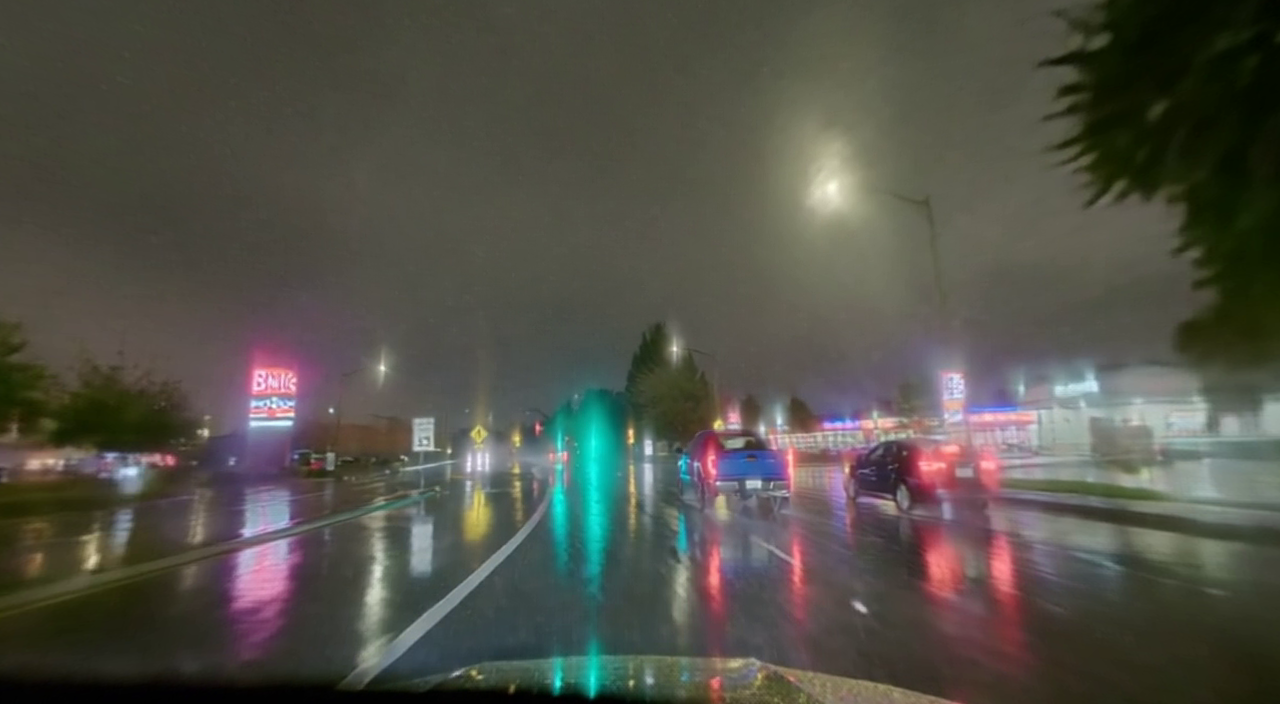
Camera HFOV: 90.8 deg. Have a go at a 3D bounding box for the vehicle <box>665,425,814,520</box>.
[{"bbox_3d":[1.976,2.637,14.457,2.214,1.749,4.998,0,-9,-5],"label":"vehicle"}]

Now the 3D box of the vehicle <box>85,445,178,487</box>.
[{"bbox_3d":[-34.162,7.610,42.704,2.217,2.629,5.839,1,-9,-11],"label":"vehicle"}]

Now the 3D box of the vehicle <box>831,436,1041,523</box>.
[{"bbox_3d":[5.791,2.522,13.105,1.986,1.480,4.296,0,-9,-5],"label":"vehicle"}]
